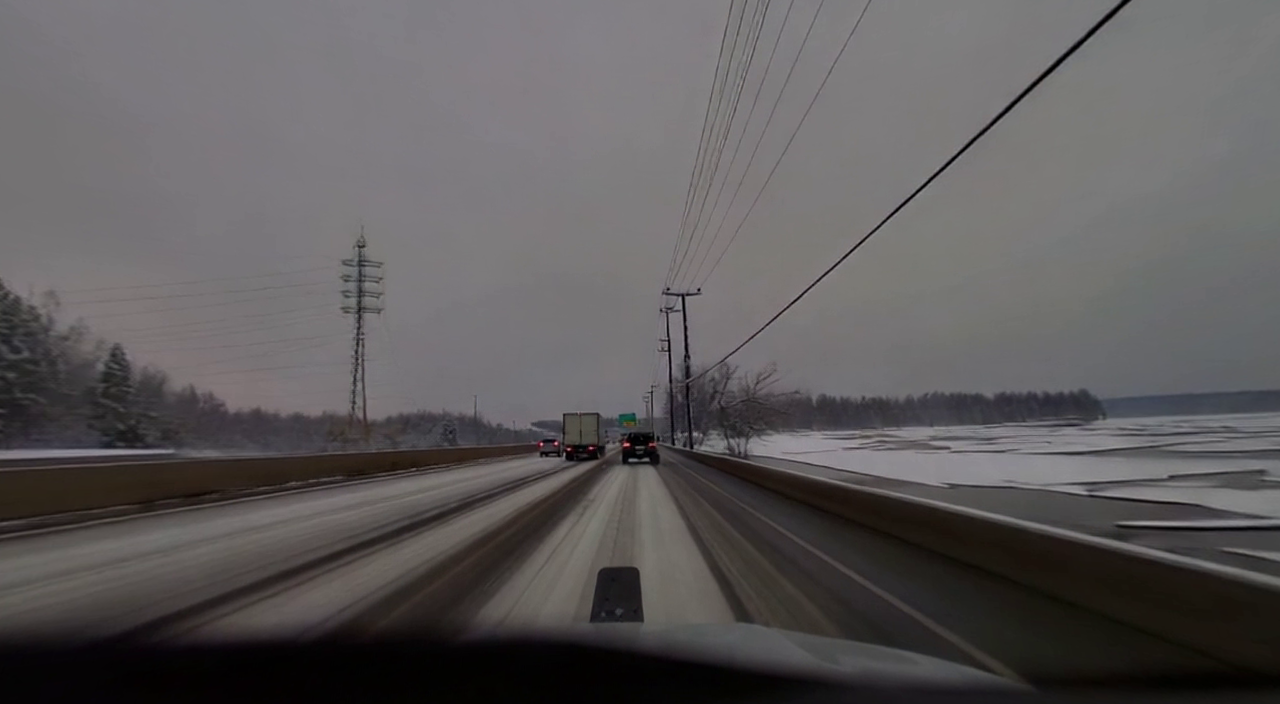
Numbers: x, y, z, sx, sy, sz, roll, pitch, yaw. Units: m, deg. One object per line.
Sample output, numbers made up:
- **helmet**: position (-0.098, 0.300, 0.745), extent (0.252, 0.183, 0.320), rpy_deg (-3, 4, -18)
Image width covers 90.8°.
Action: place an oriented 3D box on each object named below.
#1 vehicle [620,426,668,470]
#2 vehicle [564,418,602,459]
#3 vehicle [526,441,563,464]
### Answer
- **vehicle**: position (0.216, 5.064, 33.457), extent (2.358, 2.144, 4.713), rpy_deg (0, -8, 1)
- **vehicle**: position (-3.666, 5.625, 40.989), extent (2.178, 2.522, 2.054), rpy_deg (0, -8, 1)
- **vehicle**: position (-6.948, 7.370, 46.496), extent (2.004, 1.545, 4.513), rpy_deg (0, -8, 0)
